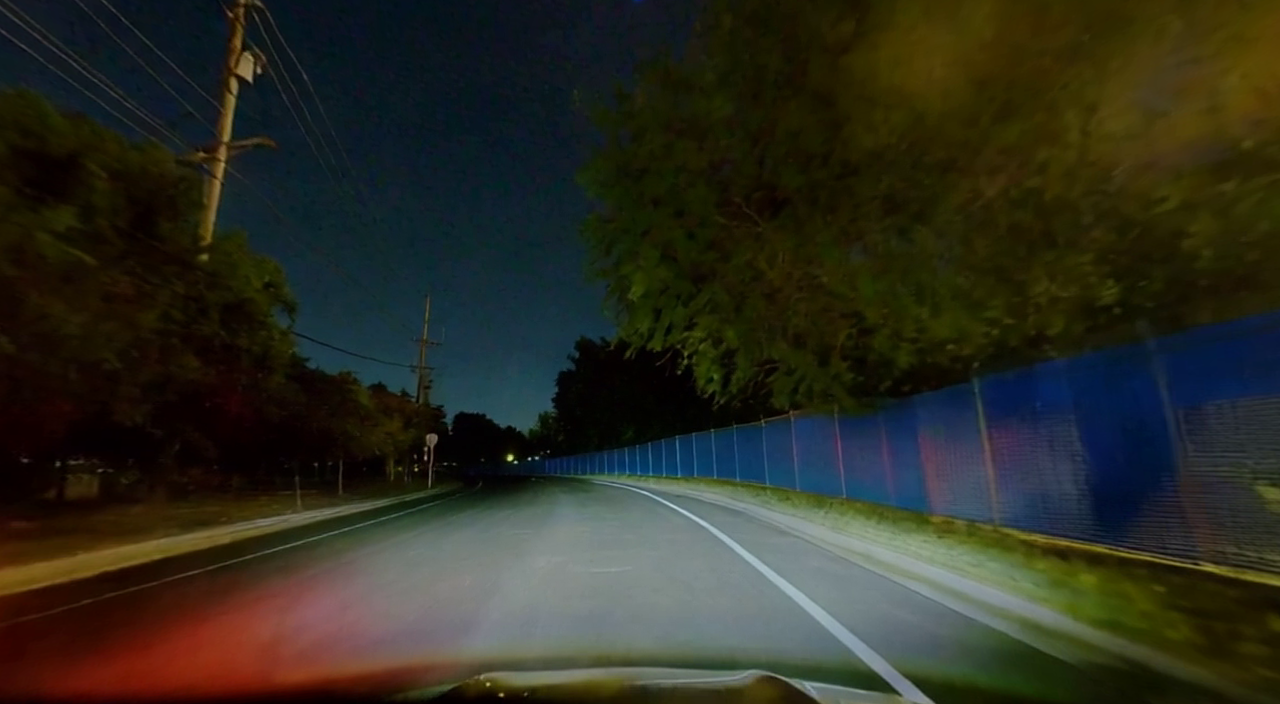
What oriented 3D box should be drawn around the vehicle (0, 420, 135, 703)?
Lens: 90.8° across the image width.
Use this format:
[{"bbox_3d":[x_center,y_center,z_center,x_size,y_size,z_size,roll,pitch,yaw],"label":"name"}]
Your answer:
[{"bbox_3d":[-4.081,0.847,1.477,2.034,1.479,4.521,0,-9,0],"label":"vehicle"}]
